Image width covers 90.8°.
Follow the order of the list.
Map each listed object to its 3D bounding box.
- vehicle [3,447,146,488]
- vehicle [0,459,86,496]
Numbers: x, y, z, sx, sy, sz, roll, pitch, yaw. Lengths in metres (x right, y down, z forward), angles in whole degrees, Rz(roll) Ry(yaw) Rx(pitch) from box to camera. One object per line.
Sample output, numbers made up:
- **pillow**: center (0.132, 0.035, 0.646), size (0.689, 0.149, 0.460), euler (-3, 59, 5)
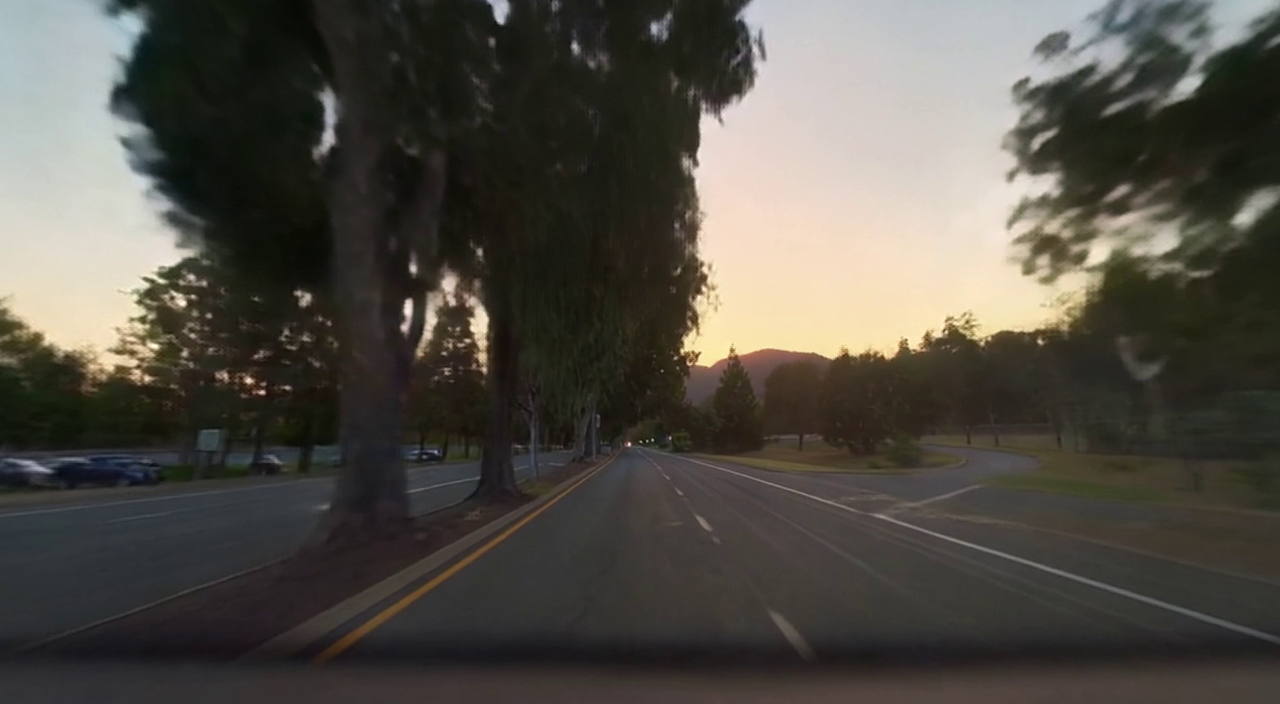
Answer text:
- **vehicle**: center (-27.445, 5.599, 30.826), size (4.783, 1.722, 2.206), euler (-1, -7, -2)
- **vehicle**: center (-27.314, 5.551, 27.989), size (3.810, 1.444, 1.742), euler (-1, -7, -2)
